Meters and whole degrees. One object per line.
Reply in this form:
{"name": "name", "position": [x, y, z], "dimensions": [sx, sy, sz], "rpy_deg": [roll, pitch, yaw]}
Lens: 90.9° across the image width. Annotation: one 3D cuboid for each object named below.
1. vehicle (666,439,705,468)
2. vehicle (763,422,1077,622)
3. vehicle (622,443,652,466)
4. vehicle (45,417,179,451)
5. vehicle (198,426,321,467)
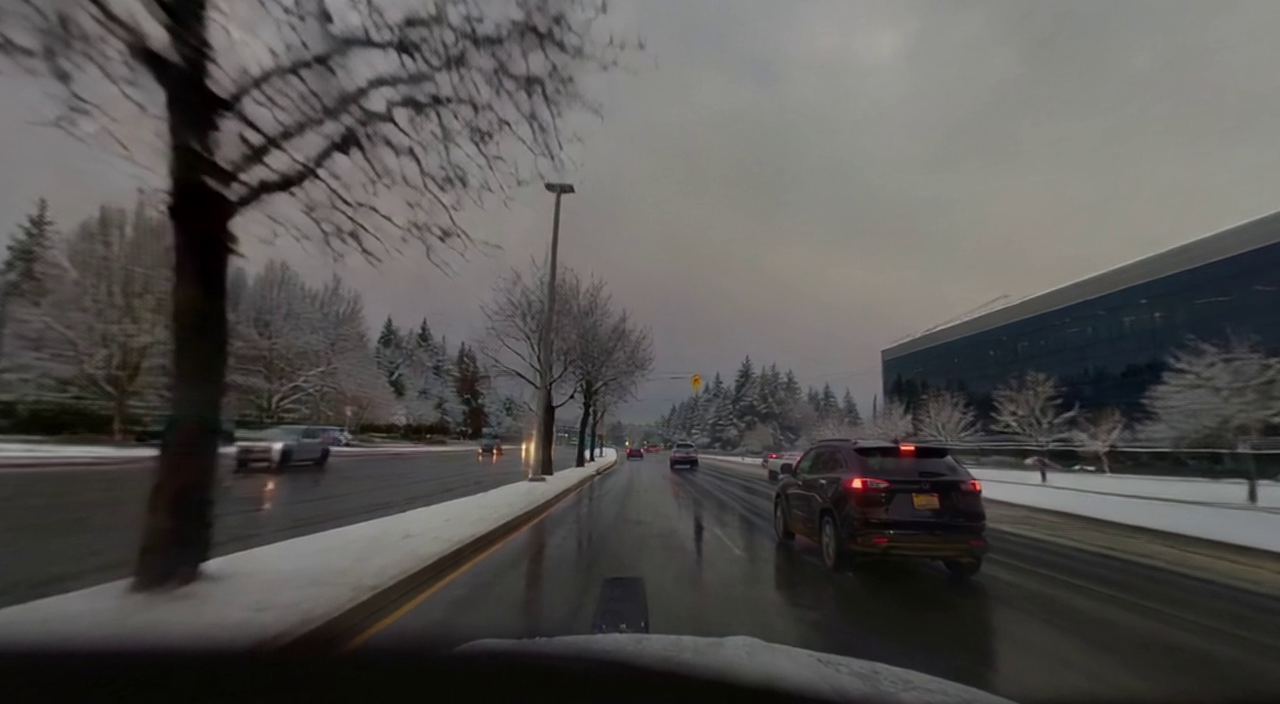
{"name": "vehicle", "position": [3.039, 6.891, 42.915], "dimensions": [2.154, 1.844, 4.634], "rpy_deg": [0, -8, -1]}
{"name": "vehicle", "position": [2.795, 1.744, 7.414], "dimensions": [1.901, 1.634, 3.896], "rpy_deg": [2, -8, 0]}
{"name": "vehicle", "position": [-0.239, 7.139, 44.029], "dimensions": [1.991, 1.477, 3.814], "rpy_deg": [0, -8, -1]}
{"name": "vehicle", "position": [-26.949, 4.201, 32.300], "dimensions": [4.787, 1.664, 2.211], "rpy_deg": [0, -8, -1]}
{"name": "vehicle", "position": [-14.960, 3.762, 25.192], "dimensions": [1.987, 1.475, 4.708], "rpy_deg": [0, -8, 0]}
